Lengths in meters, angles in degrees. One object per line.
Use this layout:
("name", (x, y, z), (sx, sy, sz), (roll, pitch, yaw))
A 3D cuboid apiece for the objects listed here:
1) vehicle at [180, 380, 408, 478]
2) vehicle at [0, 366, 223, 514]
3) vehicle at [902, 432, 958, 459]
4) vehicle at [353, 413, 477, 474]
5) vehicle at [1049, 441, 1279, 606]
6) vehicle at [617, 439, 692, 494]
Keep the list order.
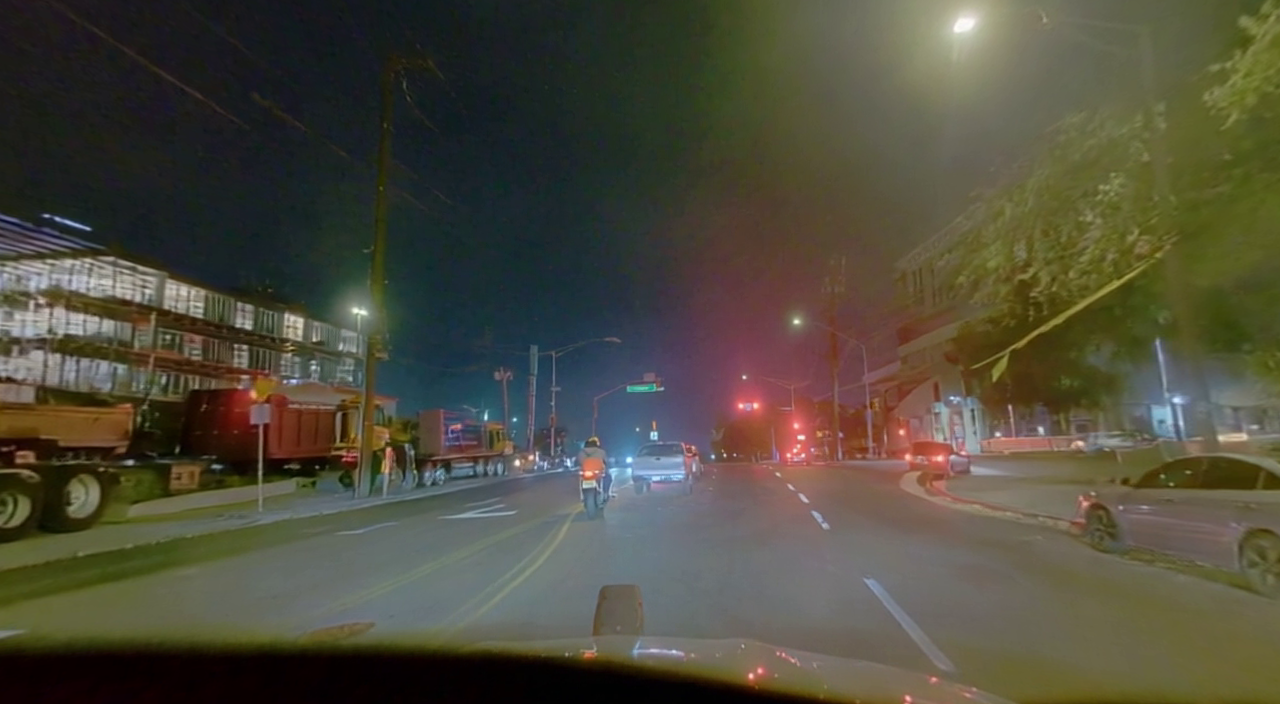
("vehicle", (-13.742, 3.334, 26.712), (2.996, 3.170, 10.153), (-5, -8, 7))
("vehicle", (-15.106, 2.176, 15.476), (2.990, 3.144, 9.080), (-1, -8, 5))
("vehicle", (20.008, 6.508, 43.841), (1.918, 1.732, 4.650), (-1, -8, 4))
("vehicle", (-13.074, 5.248, 38.198), (2.970, 2.938, 11.622), (-3, -5, 2))
("vehicle", (6.819, 1.713, 6.914), (1.973, 1.457, 4.522), (-1, -8, 6))
("vehicle", (0.587, 3.706, 20.856), (1.925, 1.602, 4.090), (-2, -9, 9))
